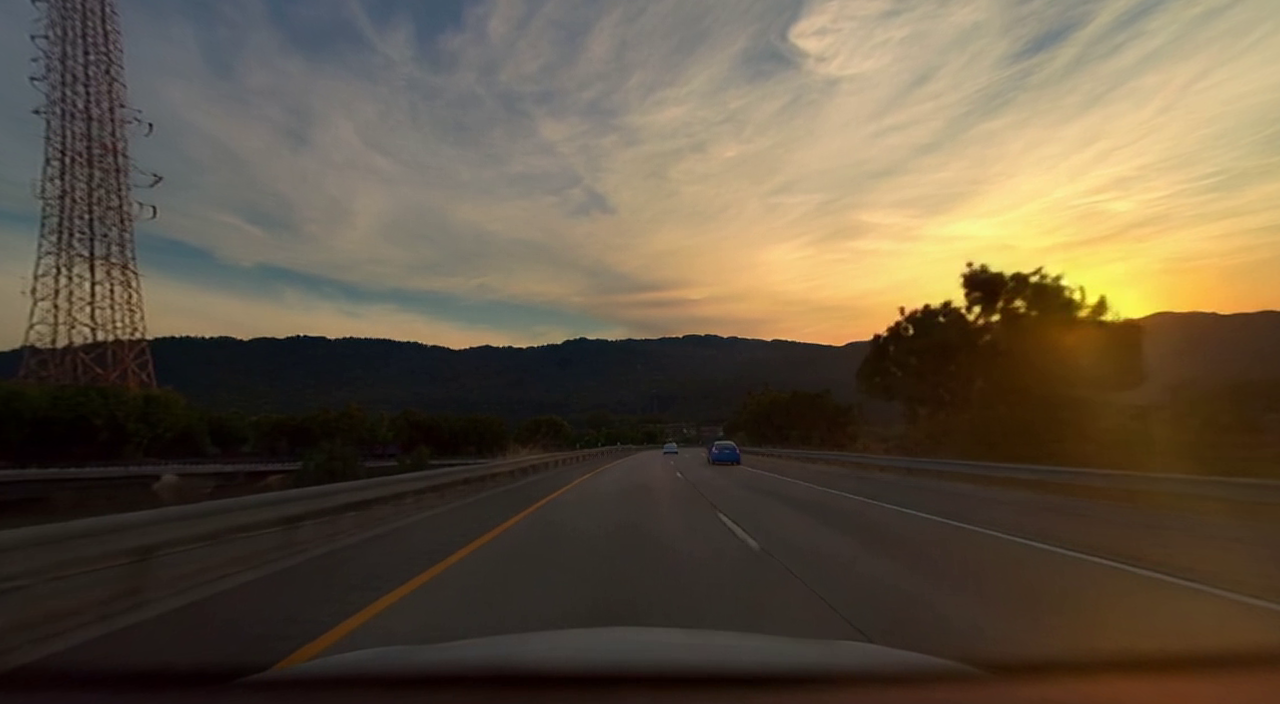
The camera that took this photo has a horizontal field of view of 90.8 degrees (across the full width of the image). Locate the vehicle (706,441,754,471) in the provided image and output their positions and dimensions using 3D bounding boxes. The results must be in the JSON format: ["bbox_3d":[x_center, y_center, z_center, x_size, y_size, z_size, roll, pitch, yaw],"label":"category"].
[{"bbox_3d":[4.789,5.600,34.265,2.030,1.526,4.165,0,-8,1],"label":"vehicle"}]
